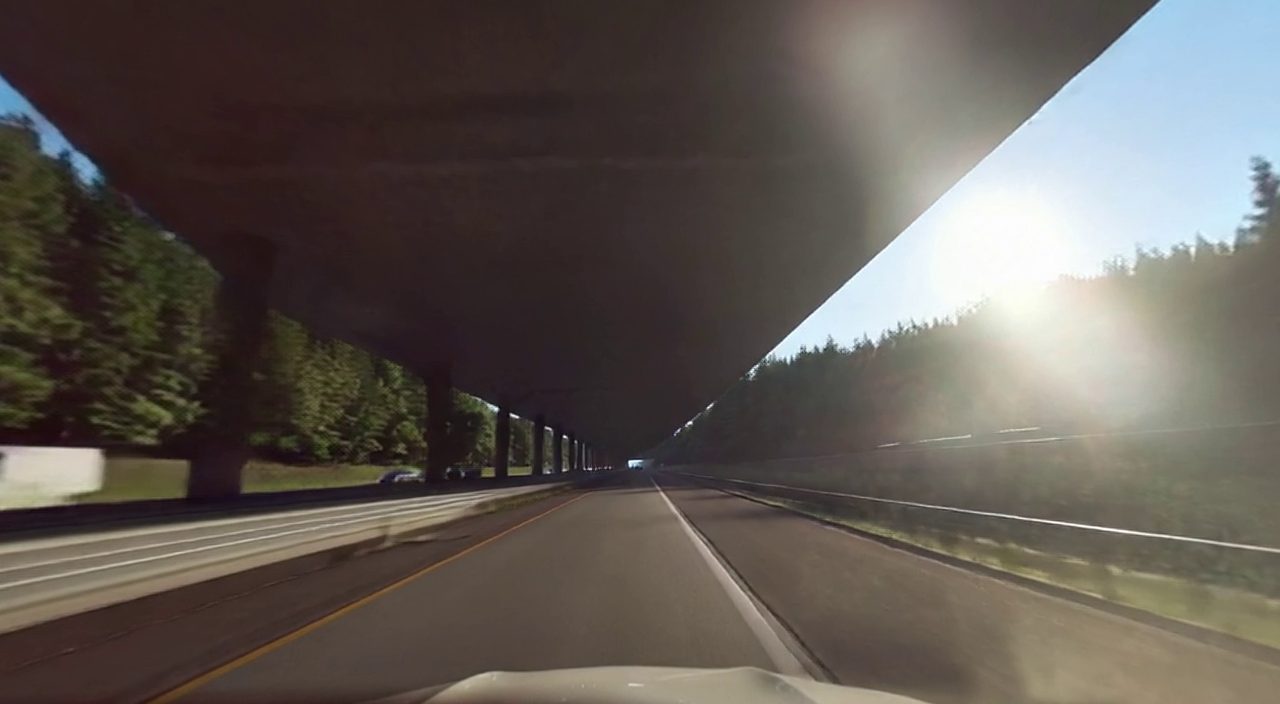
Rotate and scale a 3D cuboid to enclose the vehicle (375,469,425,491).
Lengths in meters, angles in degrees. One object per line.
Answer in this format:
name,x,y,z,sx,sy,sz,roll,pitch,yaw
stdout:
vehicle,-17.143,9.172,45.251,1.877,1.446,4.240,1,-10,0
